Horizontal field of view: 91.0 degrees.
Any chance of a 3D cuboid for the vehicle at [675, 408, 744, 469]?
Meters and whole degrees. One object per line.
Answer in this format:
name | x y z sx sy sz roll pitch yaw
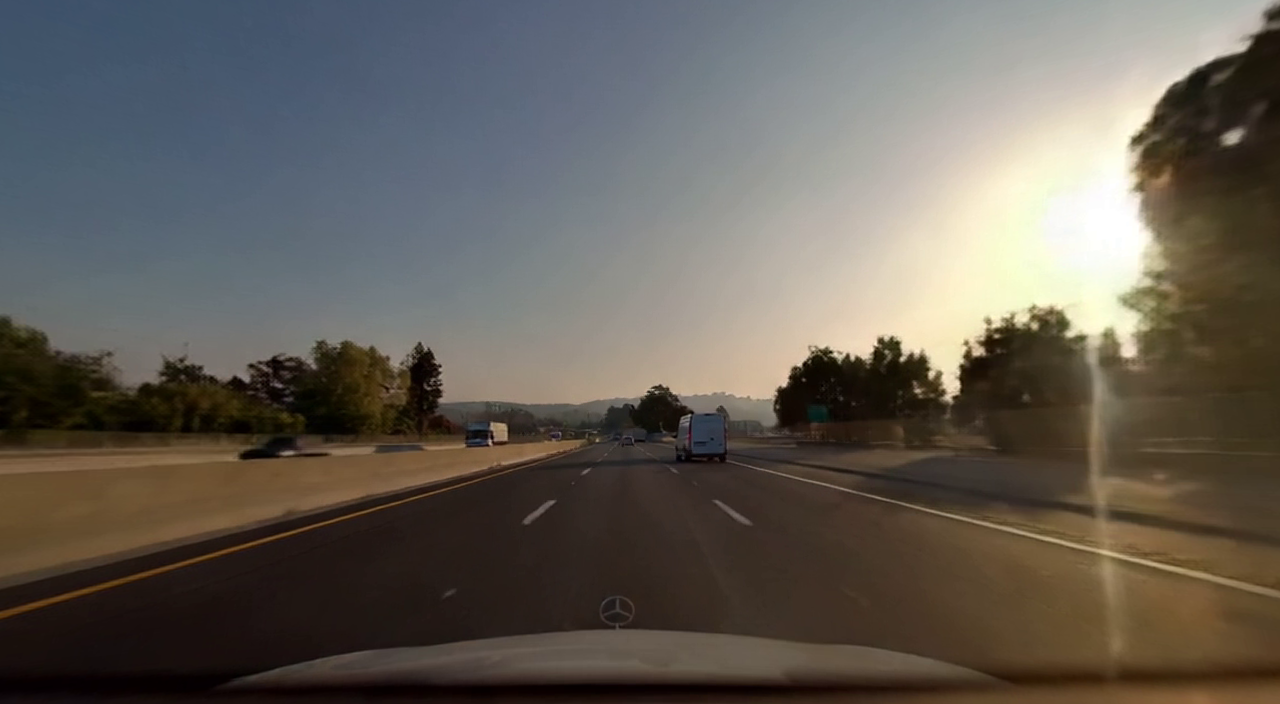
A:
vehicle | 3.280 4.316 31.407 2.431 2.667 6.921 0 -8 -2
